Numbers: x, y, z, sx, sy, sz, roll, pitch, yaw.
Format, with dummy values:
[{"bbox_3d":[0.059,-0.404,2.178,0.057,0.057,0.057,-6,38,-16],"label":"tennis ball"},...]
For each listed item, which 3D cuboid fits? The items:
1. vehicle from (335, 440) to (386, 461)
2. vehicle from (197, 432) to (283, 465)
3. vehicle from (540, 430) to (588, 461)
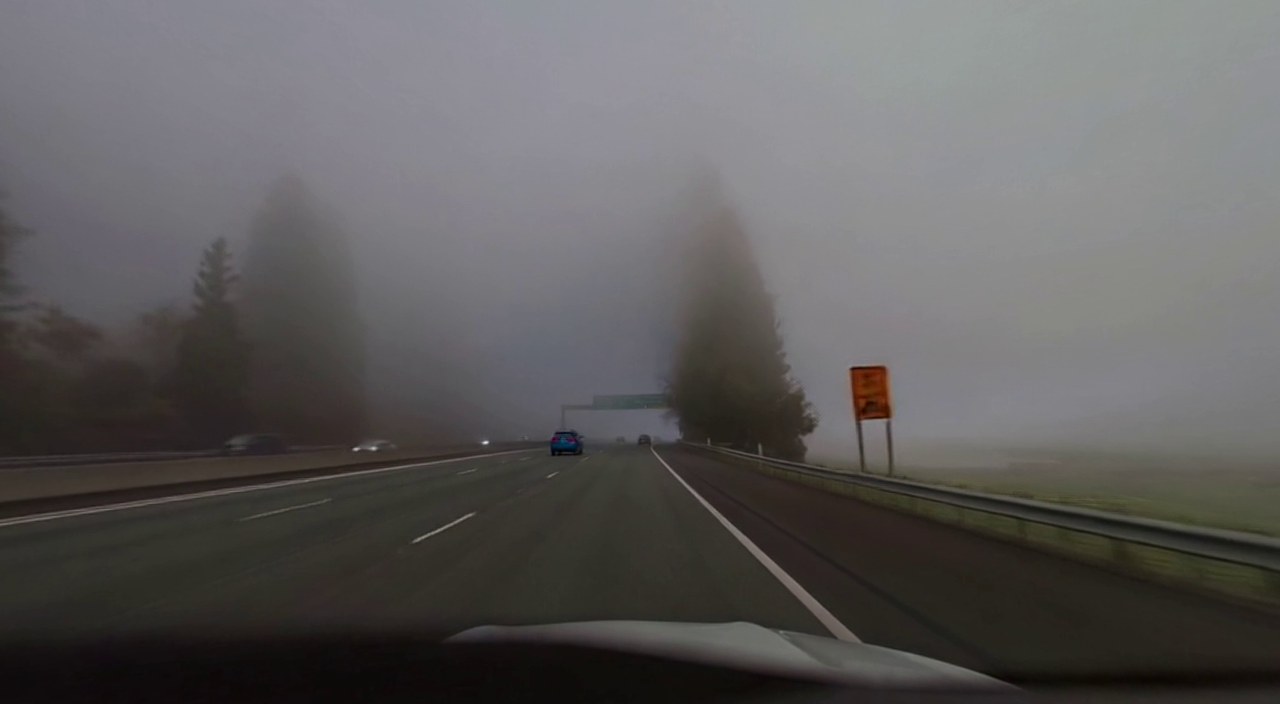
[{"bbox_3d":[-20.043,7.065,45.362,1.799,1.413,4.065,0,-8,0],"label":"vehicle"},{"bbox_3d":[-24.654,5.953,39.071,2.069,1.916,4.876,0,-8,0],"label":"vehicle"},{"bbox_3d":[-4.192,5.226,35.495,2.052,1.626,4.514,0,-8,1],"label":"vehicle"}]
